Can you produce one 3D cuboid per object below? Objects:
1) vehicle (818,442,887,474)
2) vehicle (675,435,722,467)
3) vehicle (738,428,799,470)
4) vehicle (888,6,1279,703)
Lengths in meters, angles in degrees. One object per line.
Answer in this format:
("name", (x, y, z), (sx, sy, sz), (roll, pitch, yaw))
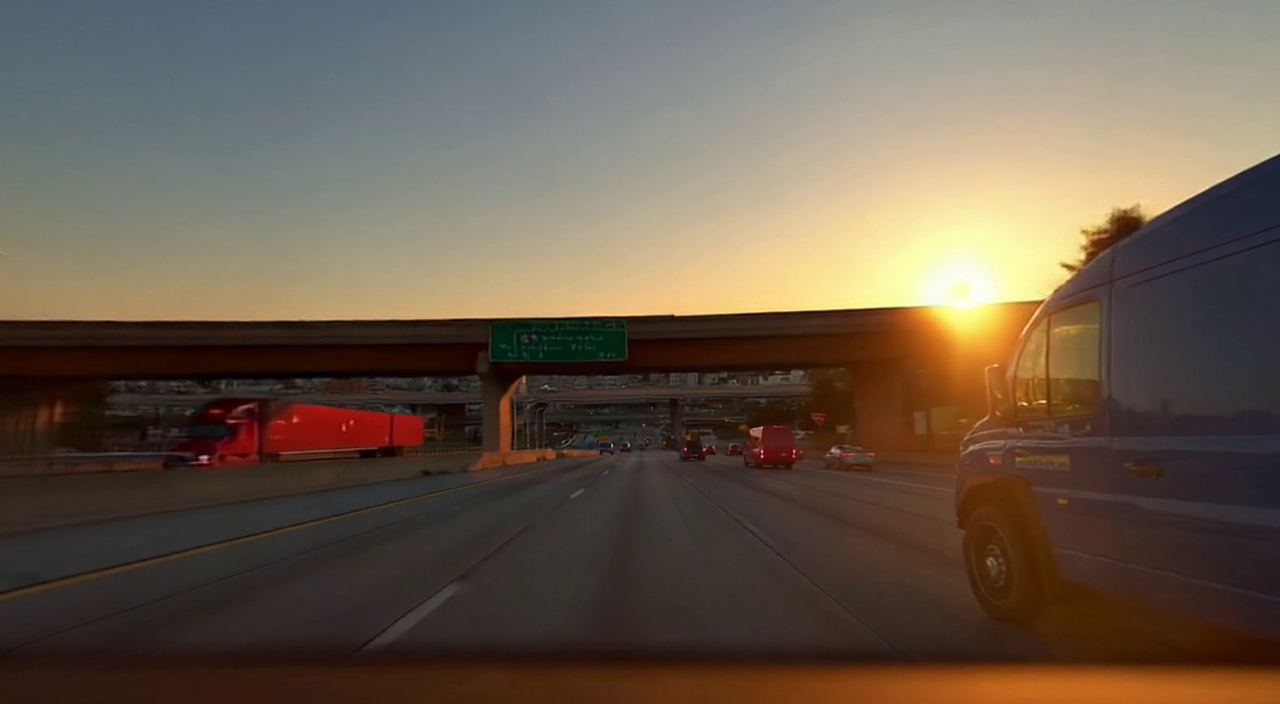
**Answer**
("vehicle", (10.769, 5.403, 32.357), (1.976, 1.474, 4.779), (0, -9, 1))
("vehicle", (3.723, 6.480, 41.422), (2.464, 1.961, 5.520), (0, -8, -1))
("vehicle", (7.274, 5.580, 36.289), (2.301, 2.203, 5.419), (0, -8, -1))
("vehicle", (3.354, 0.162, 1.604), (2.436, 2.745, 7.034), (0, -8, -1))
